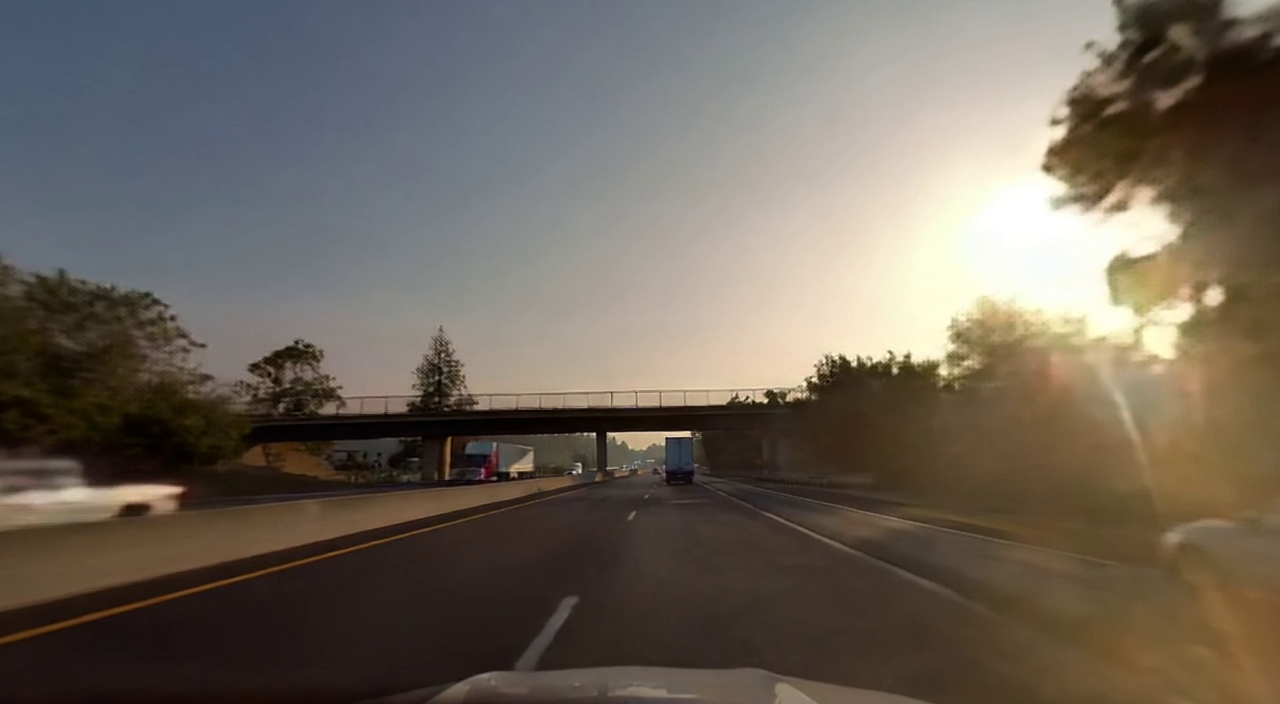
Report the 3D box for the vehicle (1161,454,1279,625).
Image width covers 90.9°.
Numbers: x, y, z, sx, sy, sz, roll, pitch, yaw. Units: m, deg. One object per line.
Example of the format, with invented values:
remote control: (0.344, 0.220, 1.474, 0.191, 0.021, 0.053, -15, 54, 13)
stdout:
vehicle: (6.627, 1.482, 4.590, 1.949, 1.468, 4.145, 1, -10, -3)
